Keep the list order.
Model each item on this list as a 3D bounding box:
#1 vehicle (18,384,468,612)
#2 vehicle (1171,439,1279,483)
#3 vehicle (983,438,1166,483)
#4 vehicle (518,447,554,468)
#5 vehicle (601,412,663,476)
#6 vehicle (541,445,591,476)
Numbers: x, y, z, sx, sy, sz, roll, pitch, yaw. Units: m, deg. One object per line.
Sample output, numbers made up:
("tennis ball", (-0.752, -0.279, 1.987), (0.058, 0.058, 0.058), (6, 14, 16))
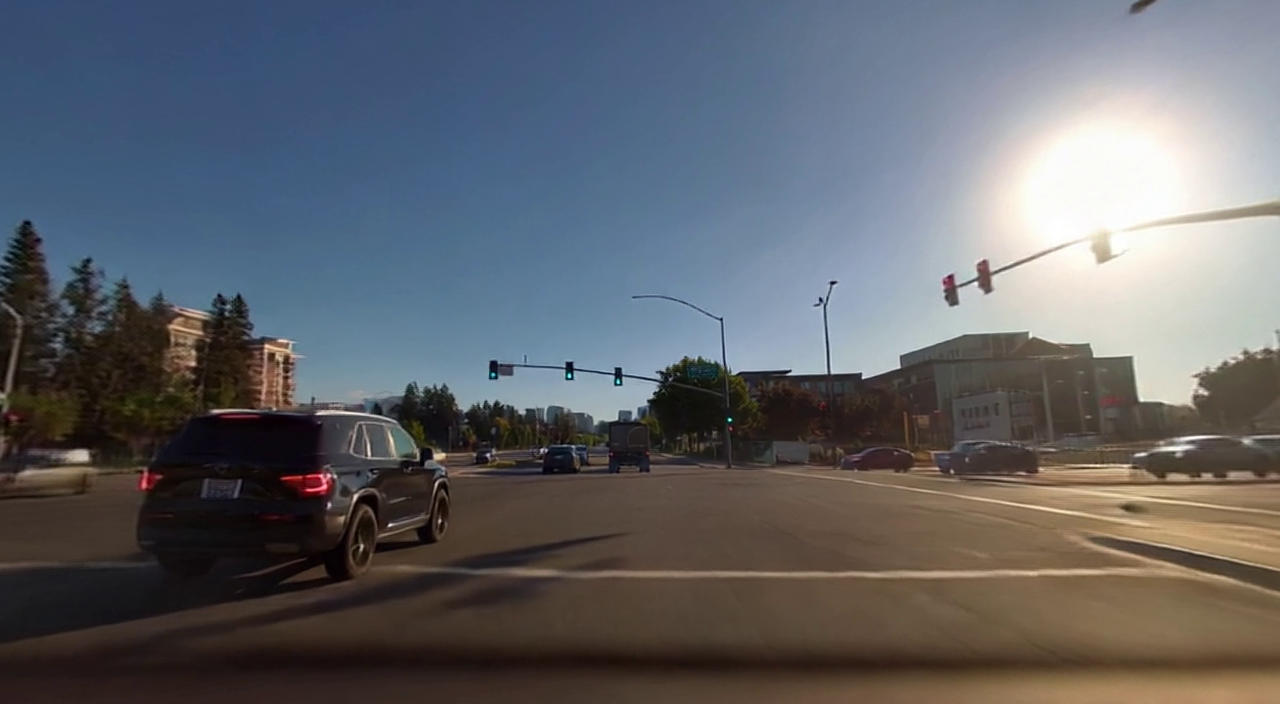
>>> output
("vehicle", (-3.883, 1.539, 7.597), (2.178, 1.826, 4.933), (0, -9, 0))
("vehicle", (22.403, 3.908, 22.577), (4.716, 1.494, 2.001), (0, -9, 0))
("vehicle", (15.358, 3.843, 22.421), (4.983, 1.511, 2.077), (0, -9, -1))
("vehicle", (-7.572, 7.736, 46.118), (1.933, 1.477, 4.119), (0, -9, -1))
("vehicle", (-0.366, 4.935, 33.721), (2.993, 3.051, 6.692), (0, -9, 0))
("vehicle", (-3.701, 5.488, 32.063), (2.023, 1.483, 4.143), (0, -9, 0))
